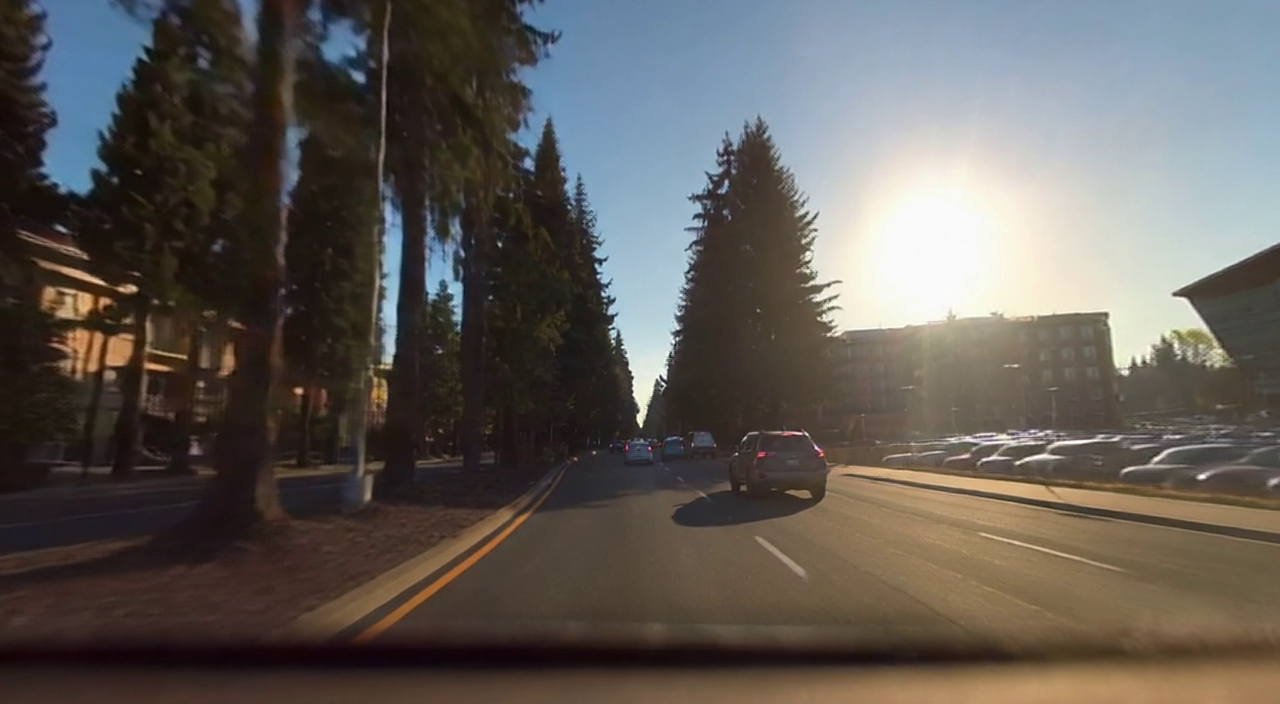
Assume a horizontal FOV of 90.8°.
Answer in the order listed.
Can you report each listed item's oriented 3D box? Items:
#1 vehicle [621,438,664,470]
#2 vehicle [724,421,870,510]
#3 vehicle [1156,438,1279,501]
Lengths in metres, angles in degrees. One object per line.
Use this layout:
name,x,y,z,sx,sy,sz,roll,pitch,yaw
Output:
vehicle,0.088,5.513,34.250,2.145,1.572,4.021,0,-9,-1
vehicle,3.560,2.704,15.485,2.235,1.806,4.818,0,-9,-1
vehicle,16.965,3.223,17.784,4.670,1.540,1.999,4,-10,-29
